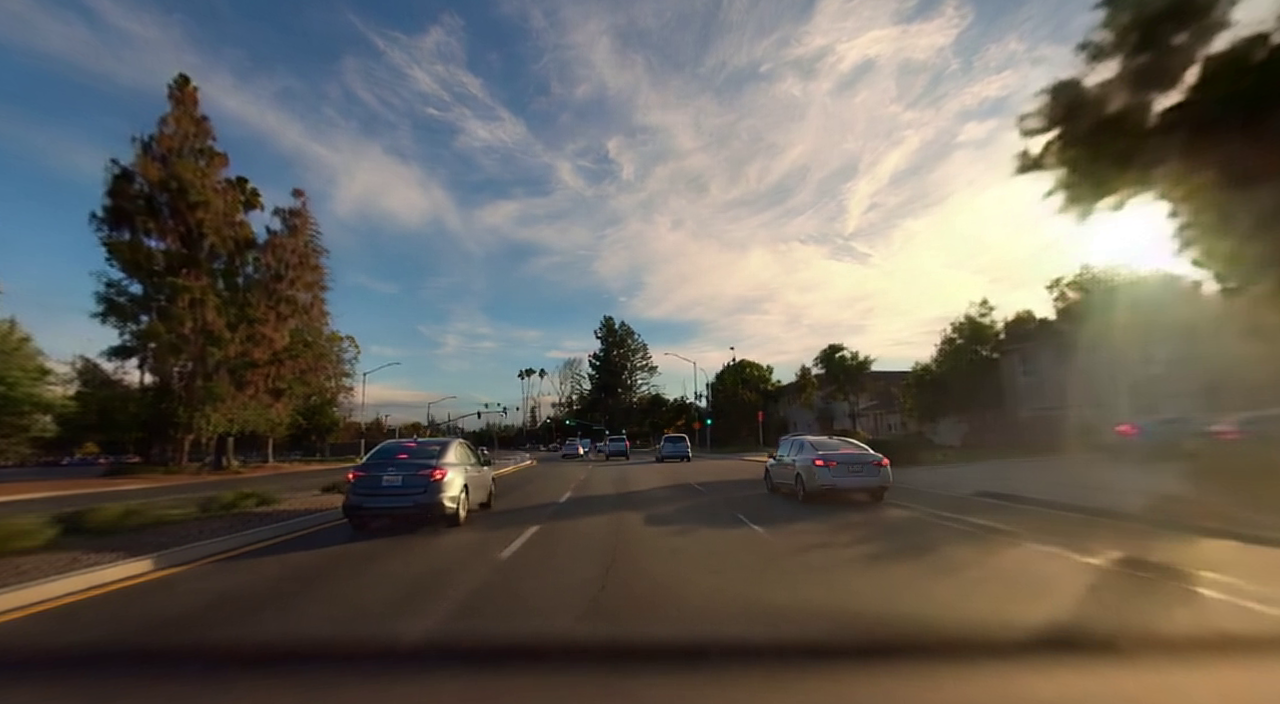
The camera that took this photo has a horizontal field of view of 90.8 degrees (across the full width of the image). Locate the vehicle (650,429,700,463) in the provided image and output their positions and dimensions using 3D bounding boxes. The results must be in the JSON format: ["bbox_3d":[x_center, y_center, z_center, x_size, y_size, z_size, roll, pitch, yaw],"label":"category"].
[{"bbox_3d":[2.085,5.918,39.870,2.391,1.960,5.600,0,-8,-4],"label":"vehicle"}]

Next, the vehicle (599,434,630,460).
[{"bbox_3d":[-1.950,7.175,47.775,2.164,1.867,4.254,0,-8,-5],"label":"vehicle"}]

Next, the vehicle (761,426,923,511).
[{"bbox_3d":[3.994,2.364,13.279,1.870,1.491,4.009,0,-8,-3],"label":"vehicle"}]

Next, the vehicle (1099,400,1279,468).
[{"bbox_3d":[16.072,2.376,17.985,1.978,1.669,4.515,2,-9,-15],"label":"vehicle"}]

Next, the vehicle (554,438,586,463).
[{"bbox_3d":[-4.578,6.482,41.780,1.922,1.577,4.140,0,-8,-5],"label":"vehicle"}]

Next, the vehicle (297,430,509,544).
[{"bbox_3d":[-3.540,2.073,10.426,1.924,1.473,4.200,0,-8,-1],"label":"vehicle"}]
